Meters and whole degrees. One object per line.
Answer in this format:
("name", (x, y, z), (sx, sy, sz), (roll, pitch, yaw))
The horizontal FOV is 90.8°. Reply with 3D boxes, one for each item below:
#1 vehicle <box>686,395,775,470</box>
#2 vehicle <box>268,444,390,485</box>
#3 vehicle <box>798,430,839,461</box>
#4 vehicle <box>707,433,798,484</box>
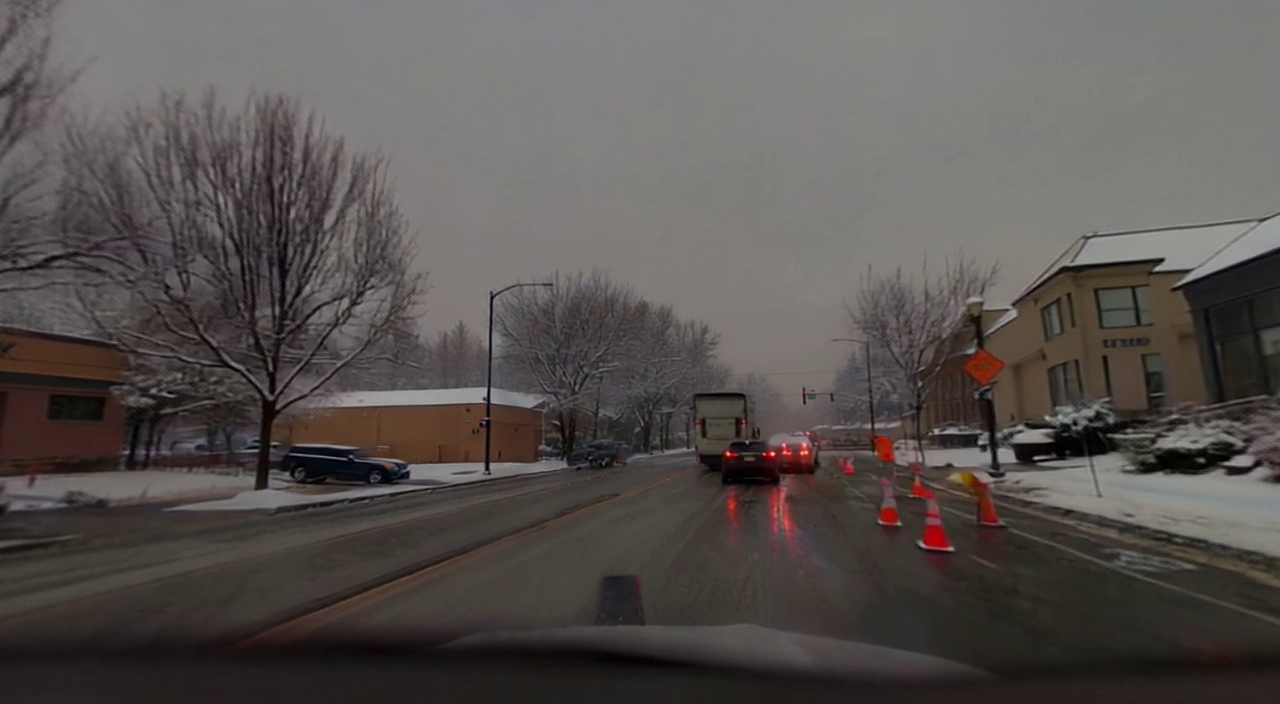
("vehicle", (5.305, 4.508, 34.360), (2.977, 3.271, 12.748), (-3, -9, 16))
("vehicle", (-13.542, 4.879, 27.618), (4.397, 1.698, 1.932), (-2, -9, 12))
("vehicle", (12.075, 6.311, 42.570), (2.110, 1.942, 4.376), (-4, -9, 22))
("vehicle", (3.630, 3.519, 21.188), (2.159, 1.506, 4.086), (0, -8, -2))
